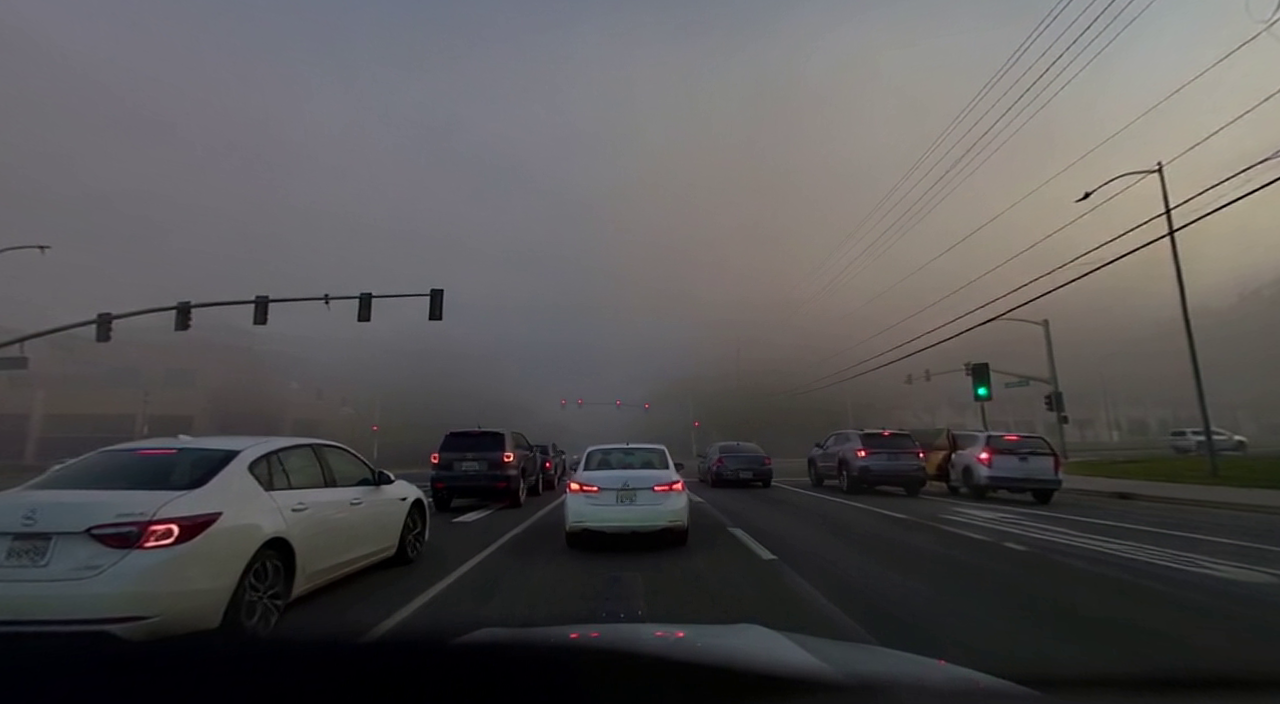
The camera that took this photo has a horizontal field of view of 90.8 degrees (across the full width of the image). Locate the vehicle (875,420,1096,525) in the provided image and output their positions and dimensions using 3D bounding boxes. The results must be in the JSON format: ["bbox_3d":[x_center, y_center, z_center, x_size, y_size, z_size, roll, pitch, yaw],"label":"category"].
[{"bbox_3d":[6.473,2.296,12.529,1.945,1.706,4.190,0,-9,-1],"label":"vehicle"}]

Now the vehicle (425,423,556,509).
[{"bbox_3d":[-3.325,2.647,15.068,2.033,1.714,4.278,0,-8,1],"label":"vehicle"}]

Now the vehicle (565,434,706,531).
[{"bbox_3d":[-0.090,2.245,11.449,2.098,1.431,3.958,0,-8,-1],"label":"vehicle"}]

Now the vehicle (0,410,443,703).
[{"bbox_3d":[-3.186,1.315,4.981,1.837,1.463,4.311,0,-8,1],"label":"vehicle"}]

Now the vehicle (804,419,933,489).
[{"bbox_3d":[7.235,3.318,20.746,2.156,1.982,5.358,0,-9,-1],"label":"vehicle"}]

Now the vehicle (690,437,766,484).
[{"bbox_3d":[3.074,3.890,23.015,1.987,1.515,4.521,0,-8,-2],"label":"vehicle"}]

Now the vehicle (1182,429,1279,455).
[{"bbox_3d":[41.880,6.365,44.578,5.147,1.774,2.049,-1,-9,3],"label":"vehicle"}]
